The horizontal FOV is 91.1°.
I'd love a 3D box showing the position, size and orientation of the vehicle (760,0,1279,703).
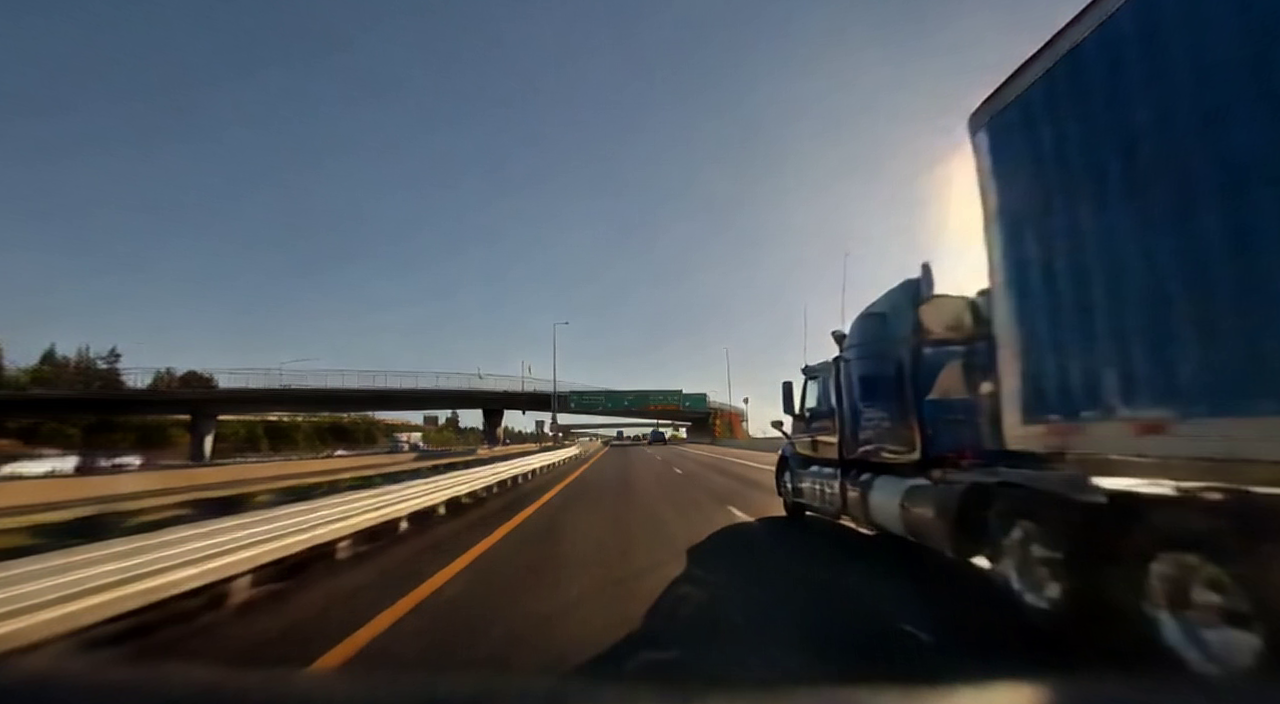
[{"bbox_3d":[3.994,0.252,7.380,2.995,3.964,10.329,0,-8,-1],"label":"vehicle"}]
